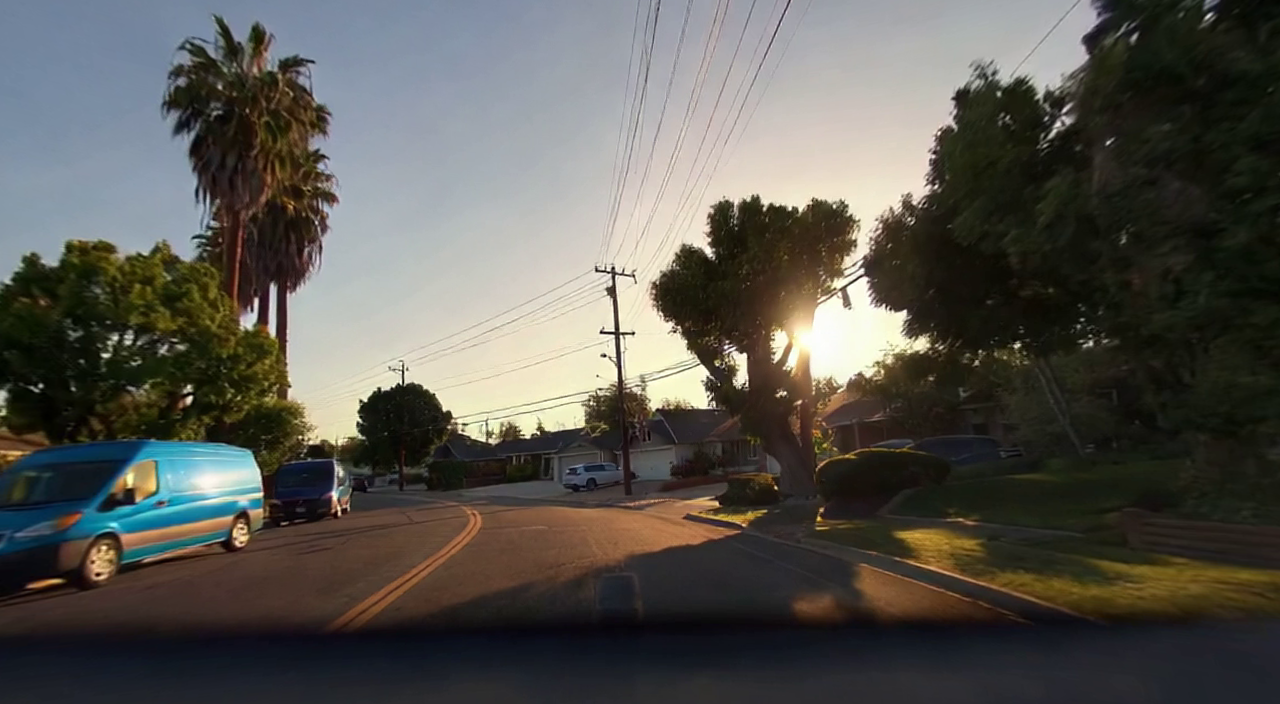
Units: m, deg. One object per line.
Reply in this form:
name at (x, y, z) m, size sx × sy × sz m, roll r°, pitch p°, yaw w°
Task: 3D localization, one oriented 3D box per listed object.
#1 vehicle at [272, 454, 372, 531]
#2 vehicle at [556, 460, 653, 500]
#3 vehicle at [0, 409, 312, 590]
vehicle at (-11.038, 4.854, 22.455) m, size 2.552 × 2.134 × 6.076 m, roll 0°, pitch -10°, yaw -21°
vehicle at (-2.030, 7.367, 36.863) m, size 5.102 × 2.040 × 2.472 m, roll 6°, pitch -10°, yaw -33°
vehicle at (-7.904, 2.481, 10.339) m, size 2.677 × 2.033 × 6.011 m, roll -2°, pitch -14°, yaw -9°
